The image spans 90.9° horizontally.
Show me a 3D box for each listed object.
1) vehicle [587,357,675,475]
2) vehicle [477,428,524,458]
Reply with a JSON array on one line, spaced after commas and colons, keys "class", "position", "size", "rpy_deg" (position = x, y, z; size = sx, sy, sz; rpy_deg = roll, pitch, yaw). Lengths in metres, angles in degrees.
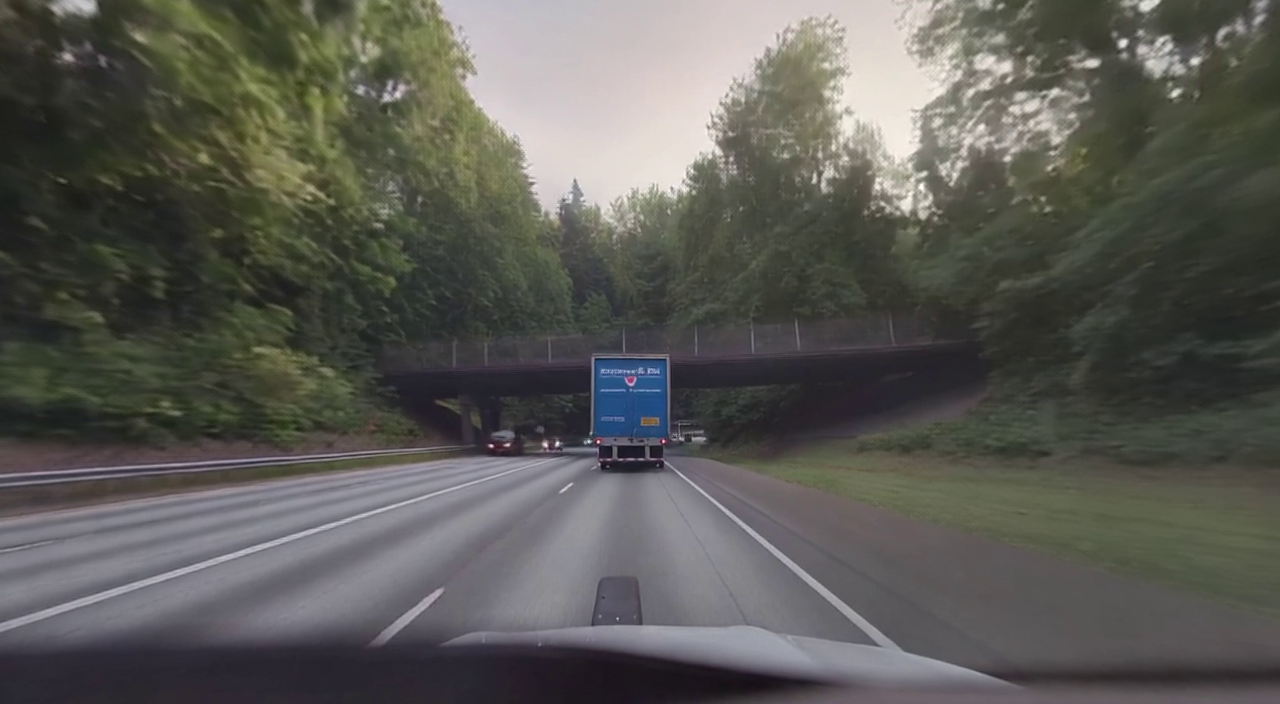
[{"class": "vehicle", "position": [-0.535, 2.747, 25.827], "size": [2.895, 3.861, 10.213], "rpy_deg": [0, -8, -3]}, {"class": "vehicle", "position": [-8.967, 5.873, 40.832], "size": [2.037, 1.853, 4.336], "rpy_deg": [0, -8, -1]}]
